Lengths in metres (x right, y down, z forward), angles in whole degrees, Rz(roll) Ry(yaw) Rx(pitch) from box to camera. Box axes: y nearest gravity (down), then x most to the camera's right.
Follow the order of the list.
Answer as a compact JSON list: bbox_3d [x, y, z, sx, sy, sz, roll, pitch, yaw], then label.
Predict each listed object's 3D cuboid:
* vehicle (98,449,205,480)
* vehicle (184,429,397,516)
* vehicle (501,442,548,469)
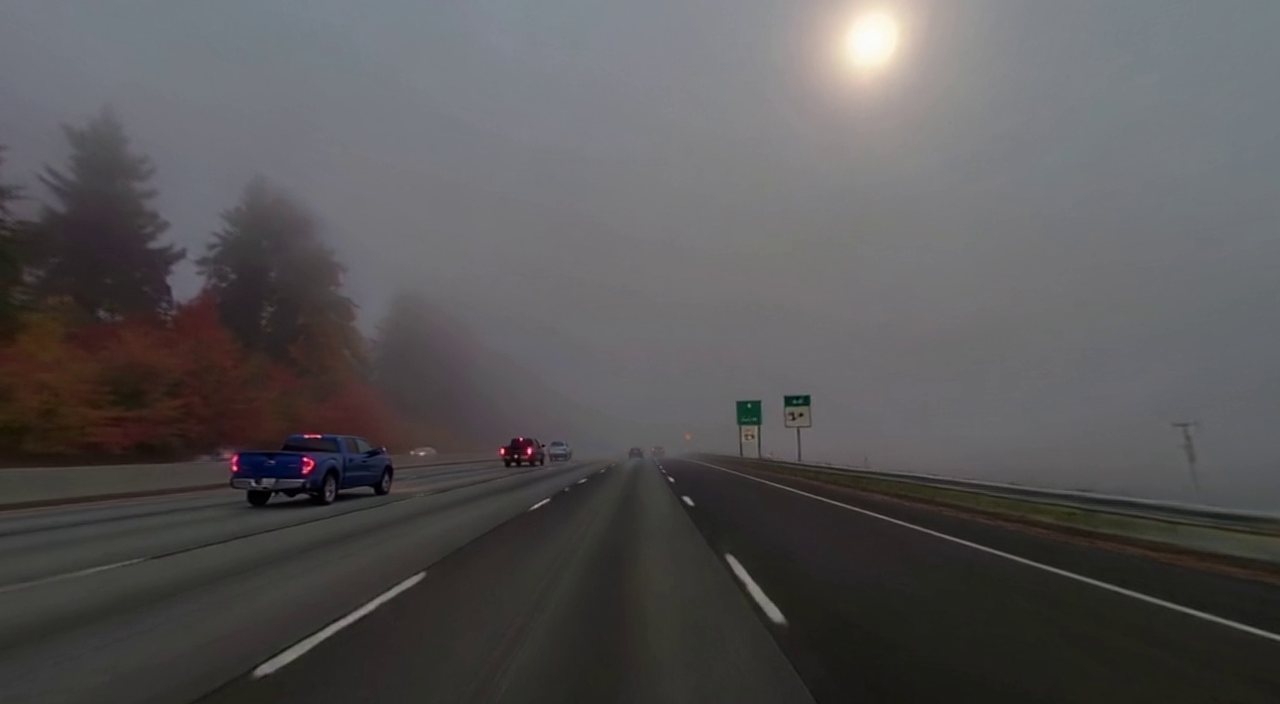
[{"bbox_3d":[-25.695,5.920,33.398,1.860,1.475,4.609,0,-8,1],"label":"vehicle"},{"bbox_3d":[-7.329,2.559,13.956,1.965,1.567,4.686,0,-8,1],"label":"vehicle"},{"bbox_3d":[-6.841,6.150,37.785,1.919,1.499,4.234,0,-8,1],"label":"vehicle"}]
